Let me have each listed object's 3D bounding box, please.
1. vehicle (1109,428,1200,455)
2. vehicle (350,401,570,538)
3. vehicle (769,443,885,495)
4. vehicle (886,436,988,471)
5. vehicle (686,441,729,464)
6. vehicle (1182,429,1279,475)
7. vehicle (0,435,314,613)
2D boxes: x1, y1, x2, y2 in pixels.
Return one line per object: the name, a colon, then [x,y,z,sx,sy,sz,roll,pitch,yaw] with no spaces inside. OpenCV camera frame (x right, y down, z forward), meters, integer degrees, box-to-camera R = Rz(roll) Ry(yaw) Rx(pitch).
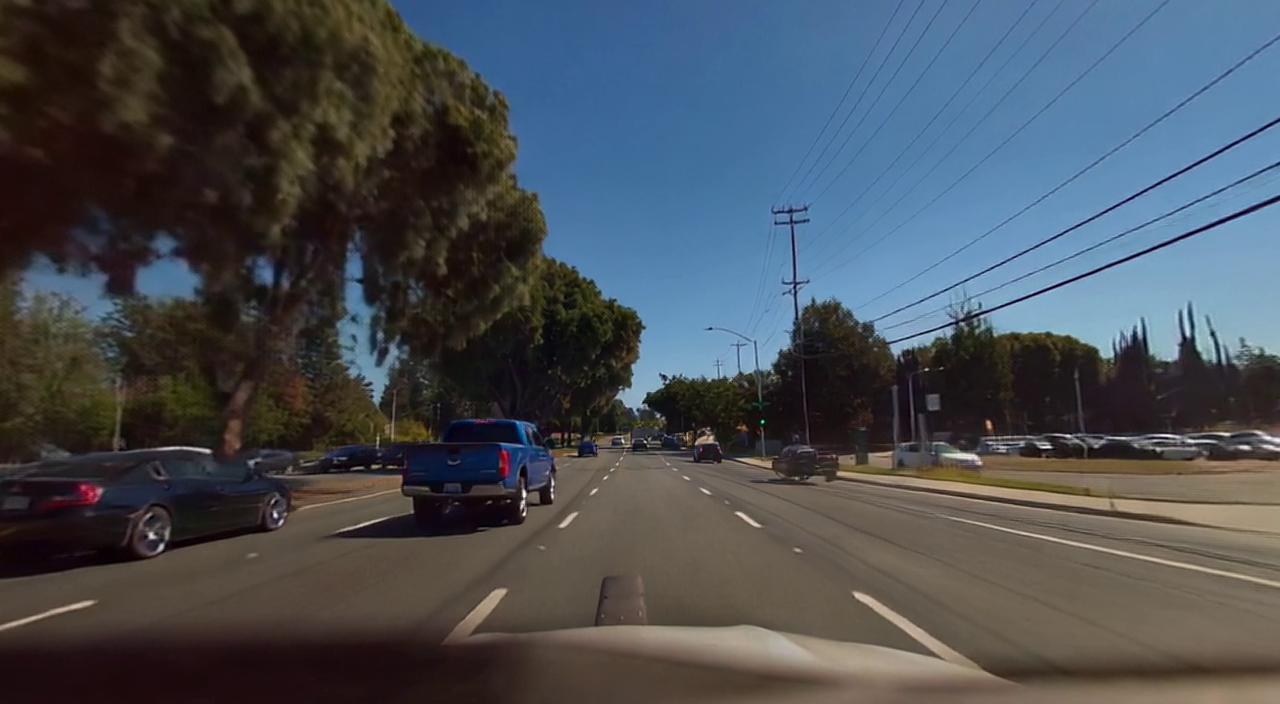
vehicle: [34.846,6.072,42.807,4.595,1.701,2.257,2,-9,-12]
vehicle: [-2.974,2.173,12.347,2.467,1.991,6.089,0,-8,0]
vehicle: [5.753,3.635,20.122,1.840,1.428,4.602,1,-9,-6]
vehicle: [17.412,5.988,37.502,2.267,1.925,5.964,1,-9,-11]
vehicle: [4.320,6.474,40.811,2.071,1.435,4.226,0,-8,-3]
vehicle: [23.245,3.698,23.399,1.860,1.597,4.261,4,-9,-25]
vehicle: [-6.342,1.824,7.804,2.035,1.497,4.723,0,-8,1]
